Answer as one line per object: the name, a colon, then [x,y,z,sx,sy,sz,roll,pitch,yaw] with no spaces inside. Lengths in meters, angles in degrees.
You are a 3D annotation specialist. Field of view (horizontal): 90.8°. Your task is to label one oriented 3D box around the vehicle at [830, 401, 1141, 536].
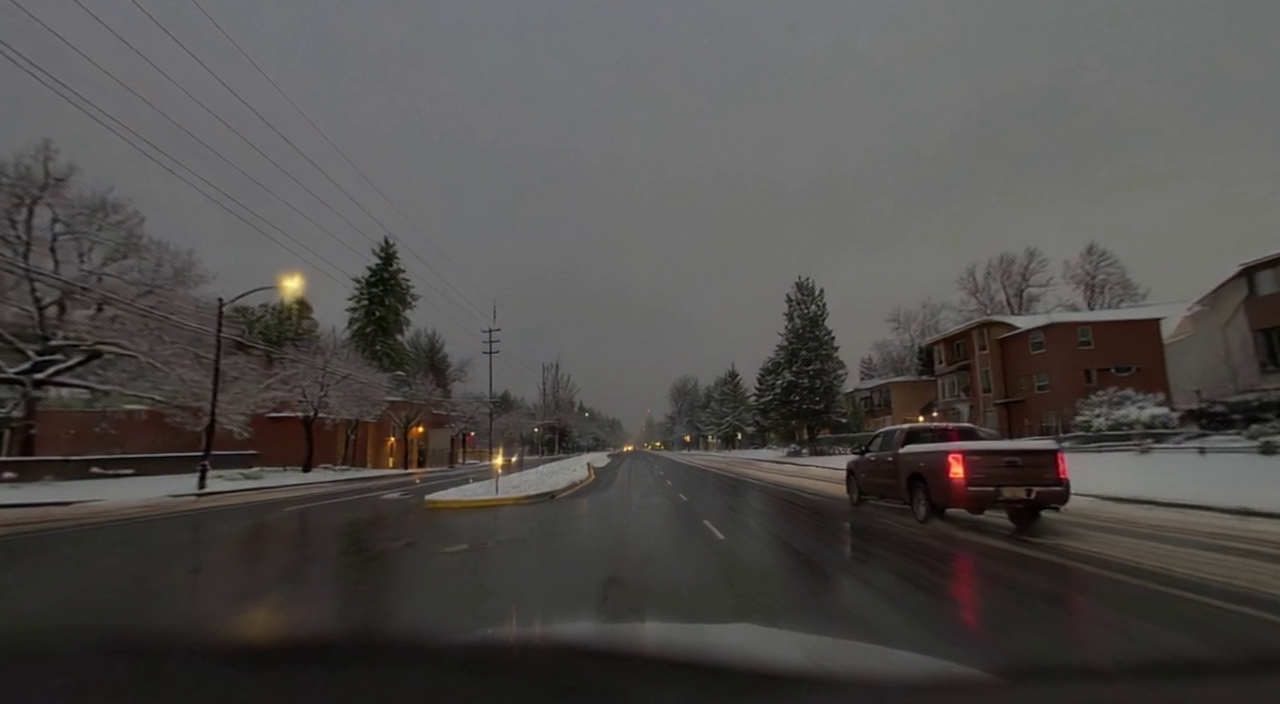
vehicle: [5.985,2.177,12.352,2.493,1.956,6.125,0,-9,-1]
